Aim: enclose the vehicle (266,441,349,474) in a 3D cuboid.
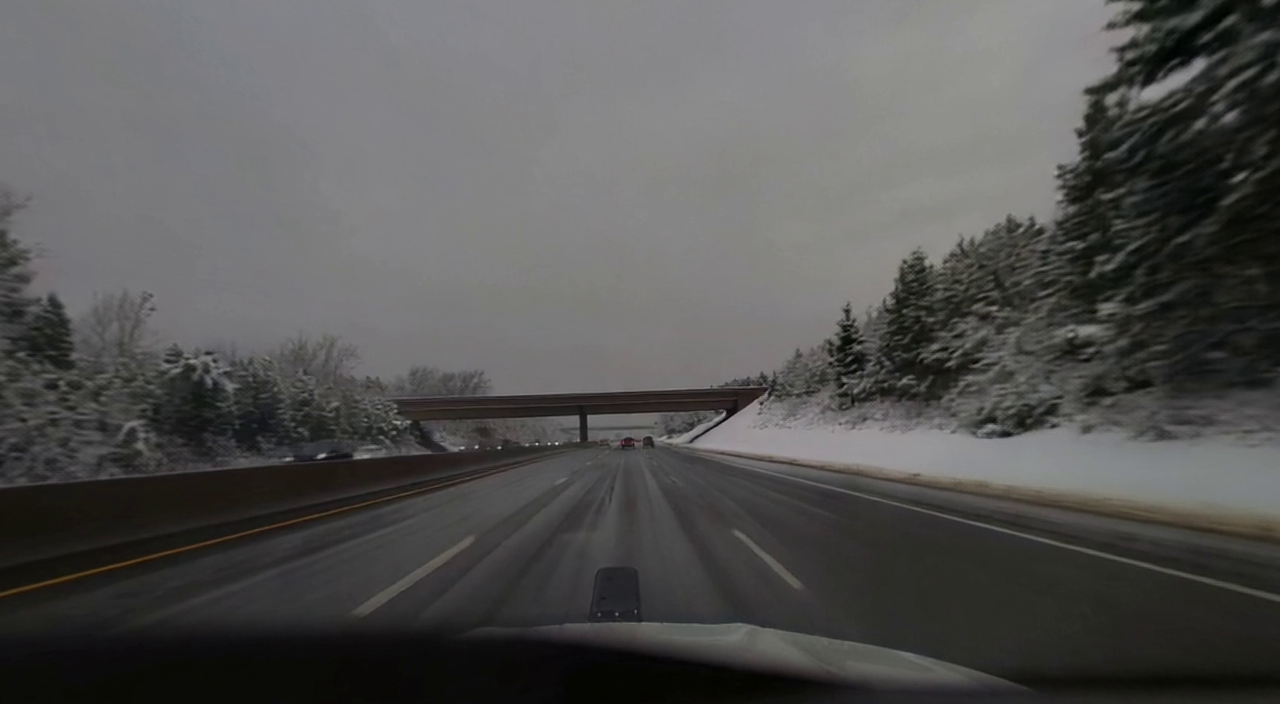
[{"bbox_3d":[-16.702,5.290,31.963,1.847,1.481,4.445,0,-8,-1],"label":"vehicle"}]
